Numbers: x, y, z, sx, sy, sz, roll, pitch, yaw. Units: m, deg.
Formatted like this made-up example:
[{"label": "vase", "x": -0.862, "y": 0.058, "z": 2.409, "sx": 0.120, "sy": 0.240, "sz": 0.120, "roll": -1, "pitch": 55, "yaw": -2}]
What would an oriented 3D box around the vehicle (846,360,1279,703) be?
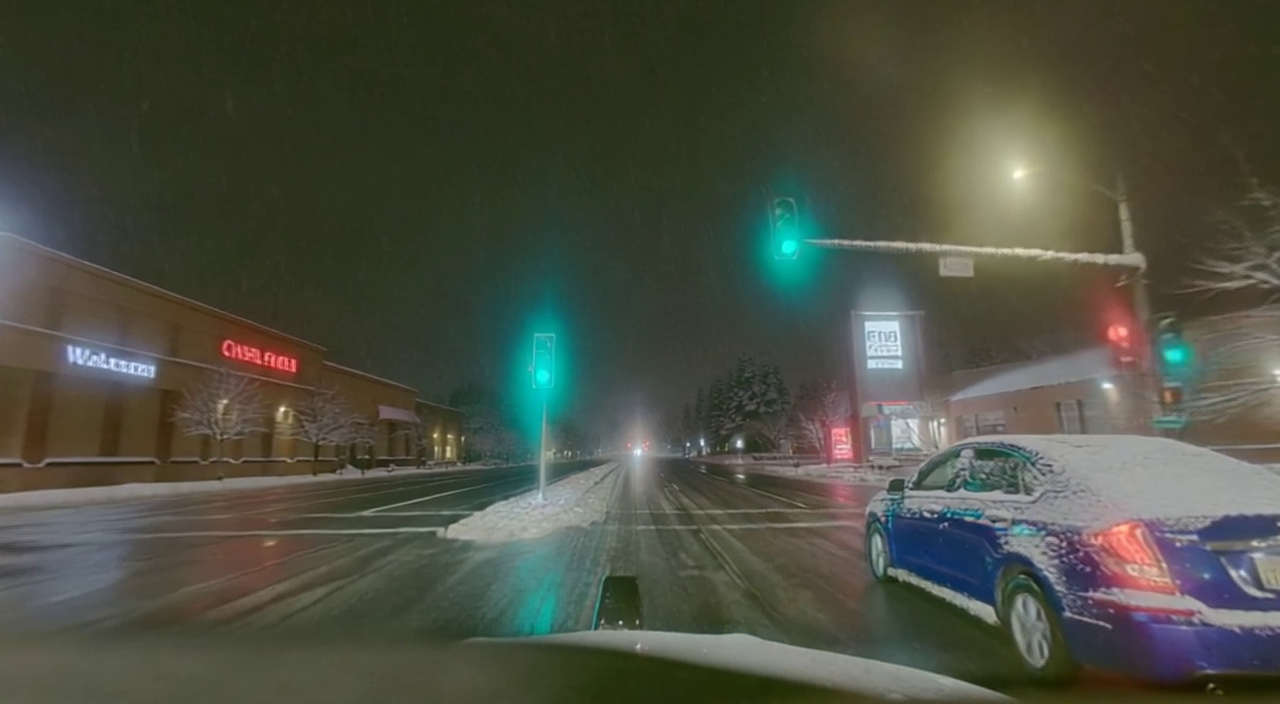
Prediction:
[{"label": "vehicle", "x": 3.234, "y": 1.151, "z": 4.152, "sx": 2.015, "sy": 1.641, "sz": 4.995, "roll": 0, "pitch": -9, "yaw": -1}]
